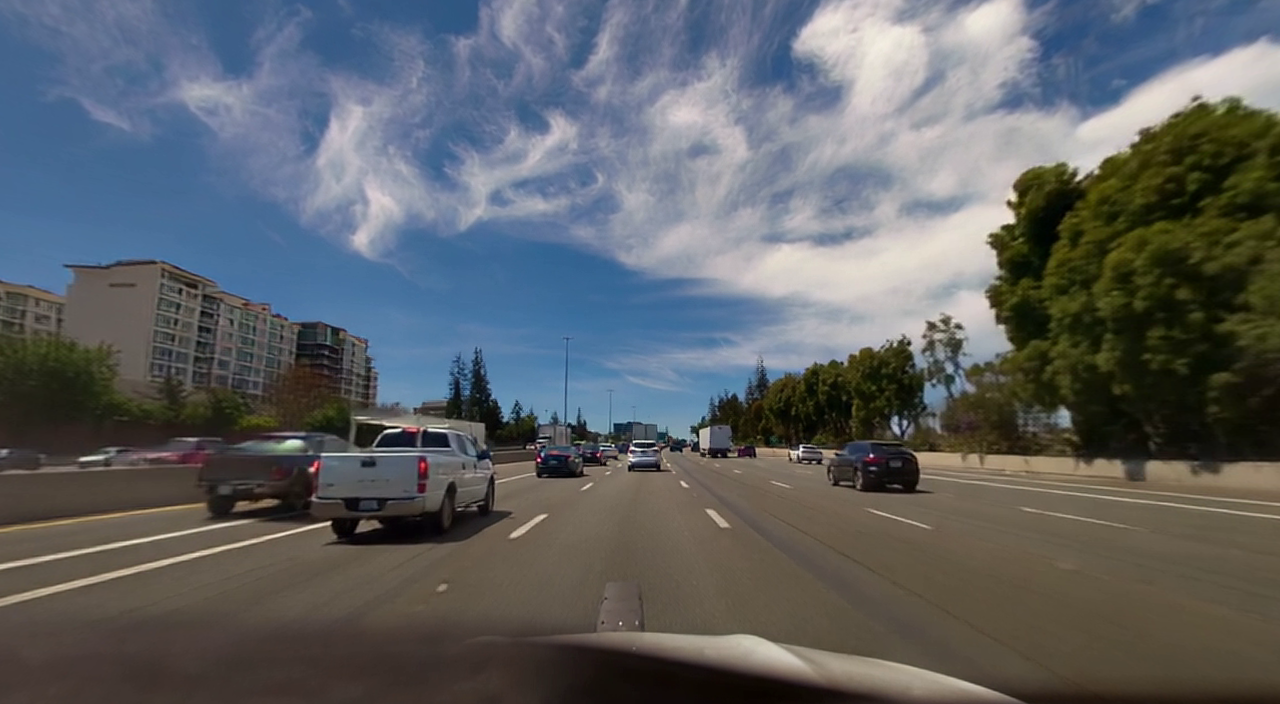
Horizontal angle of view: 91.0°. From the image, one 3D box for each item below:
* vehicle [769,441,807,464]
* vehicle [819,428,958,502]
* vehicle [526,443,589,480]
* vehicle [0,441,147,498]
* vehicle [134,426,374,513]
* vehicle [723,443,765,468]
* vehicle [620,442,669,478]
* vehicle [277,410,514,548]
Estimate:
[{"bbox_3d":[11.360,7.741,48.638,1.988,1.676,4.262,0,-9,1],"label":"vehicle"},{"bbox_3d":[6.584,3.043,17.303,1.992,1.745,4.329,0,-9,-1],"label":"vehicle"},{"bbox_3d":[-3.398,4.614,26.843,2.025,1.449,4.190,0,-9,1],"label":"vehicle"},{"bbox_3d":[-18.203,3.568,19.538,1.728,1.537,4.734,-1,-9,4],"label":"vehicle"},{"bbox_3d":[-9.009,2.810,15.578,2.322,1.743,5.624,0,-9,1],"label":"vehicle"},{"bbox_3d":[6.451,6.486,39.635,1.895,1.488,4.254,0,-9,0],"label":"vehicle"},{"bbox_3d":[0.192,4.841,28.423,2.053,1.461,3.941,0,-9,1],"label":"vehicle"},{"bbox_3d":[-3.570,1.959,10.318,2.012,1.734,4.510,0,-9,0],"label":"vehicle"}]
